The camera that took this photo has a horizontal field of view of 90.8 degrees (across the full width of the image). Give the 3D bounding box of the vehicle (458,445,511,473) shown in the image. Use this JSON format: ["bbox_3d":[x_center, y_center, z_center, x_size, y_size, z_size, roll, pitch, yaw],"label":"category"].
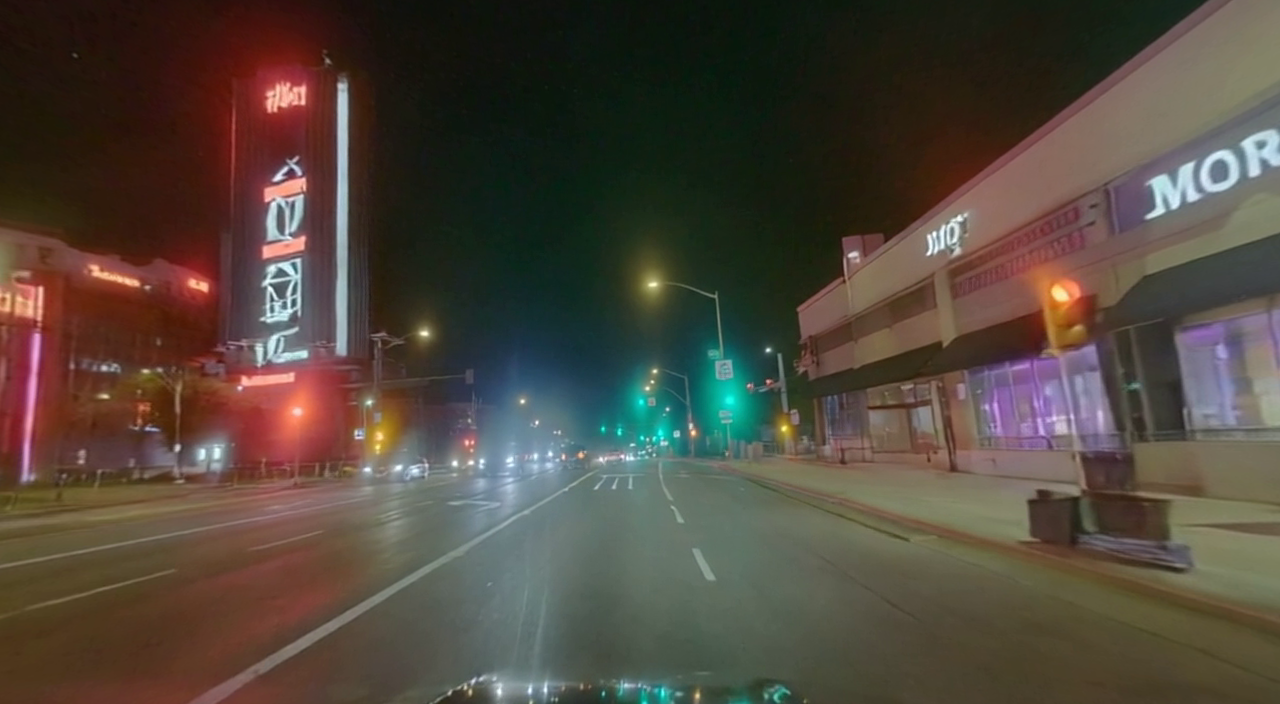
[{"bbox_3d":[-9.483,6.551,38.817,2.010,1.615,4.536,0,-9,1],"label":"vehicle"}]

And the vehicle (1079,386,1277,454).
[{"bbox_3d":[15.145,2.067,18.264,1.958,1.677,4.860,-1,-9,8],"label":"vehicle"}]

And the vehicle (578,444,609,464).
[{"bbox_3d":[-3.539,7.804,48.449,1.962,1.420,4.021,0,-9,1],"label":"vehicle"}]

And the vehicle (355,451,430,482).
[{"bbox_3d":[-12.820,5.937,33.105,1.949,1.481,4.746,0,-9,1],"label":"vehicle"}]
